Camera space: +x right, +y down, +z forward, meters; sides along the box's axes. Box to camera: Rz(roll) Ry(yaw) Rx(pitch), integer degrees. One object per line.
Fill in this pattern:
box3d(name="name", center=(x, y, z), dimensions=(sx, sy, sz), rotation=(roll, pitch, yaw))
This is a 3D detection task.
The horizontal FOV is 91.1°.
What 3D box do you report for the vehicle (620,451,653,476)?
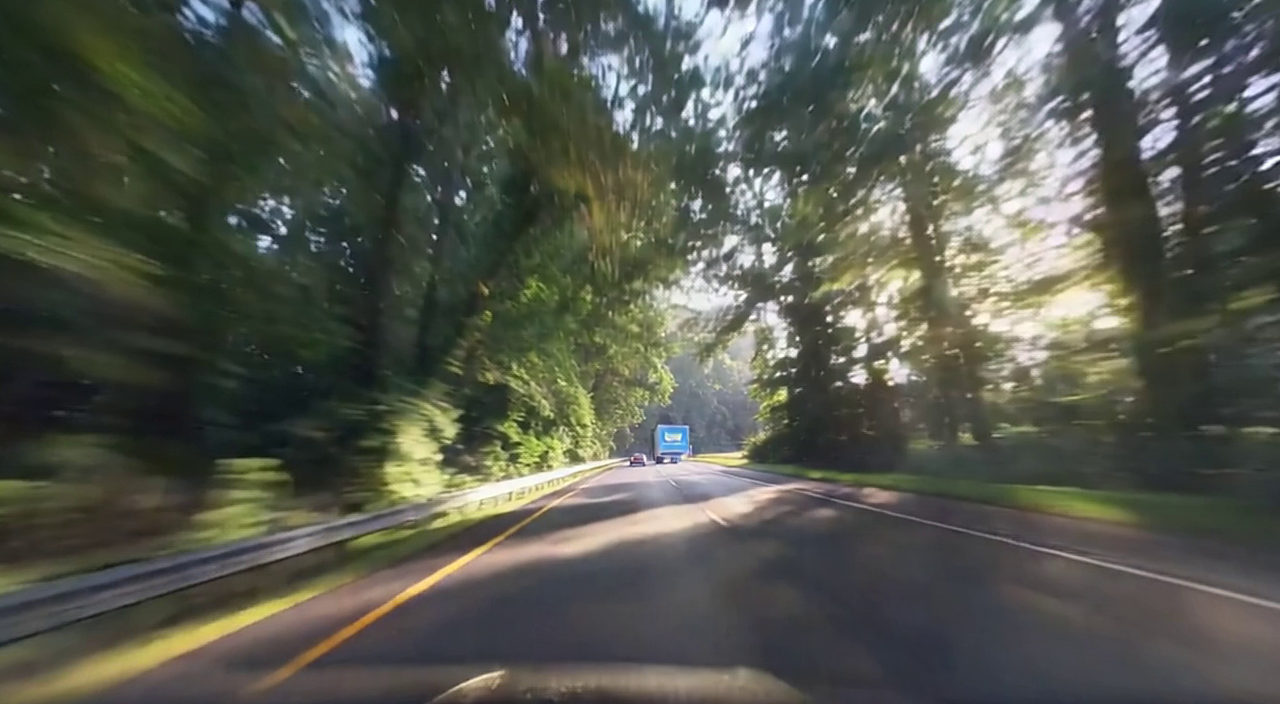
box3d(name="vehicle", center=(-0.233, 7.316, 41.558), dimensions=(2.057, 1.528, 3.958), rotation=(-1, -9, 0))
